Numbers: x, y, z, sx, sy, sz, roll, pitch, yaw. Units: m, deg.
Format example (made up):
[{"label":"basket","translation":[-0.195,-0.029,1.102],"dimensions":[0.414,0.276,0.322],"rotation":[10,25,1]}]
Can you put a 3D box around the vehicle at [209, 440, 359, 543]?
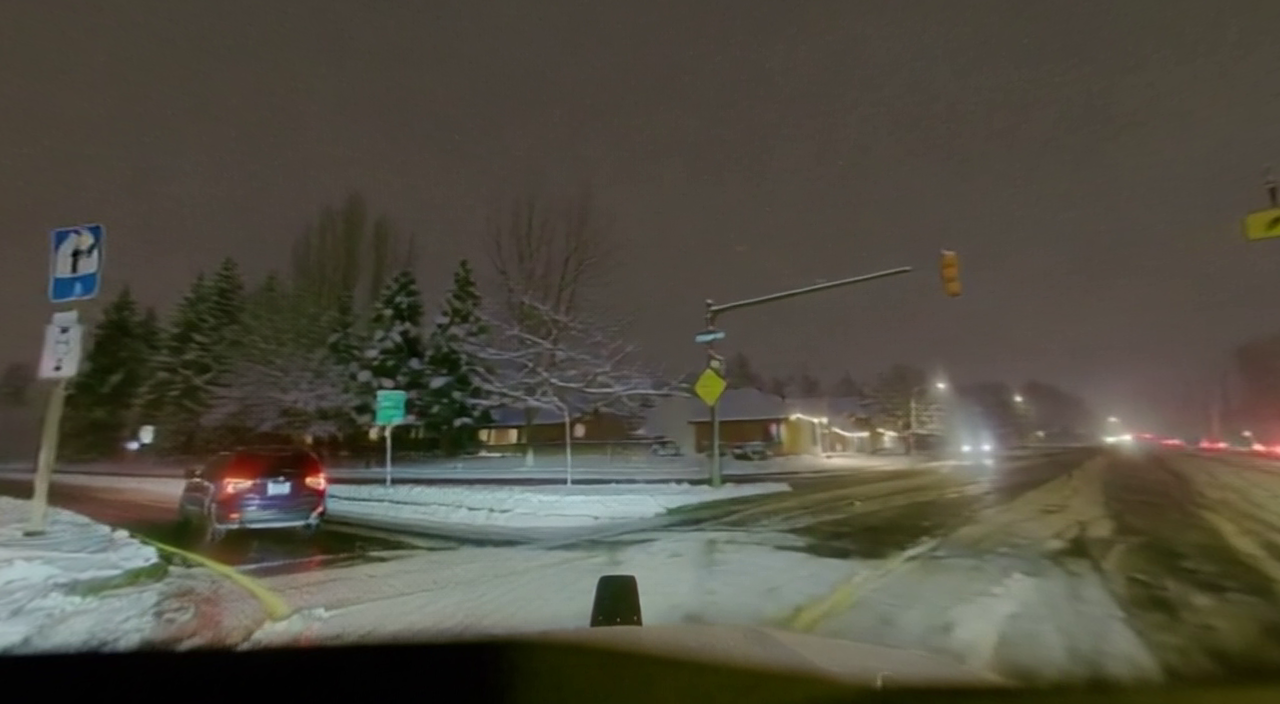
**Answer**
[{"label":"vehicle","translation":[-6.668,2.443,11.634],"dimensions":[2.014,1.525,3.670],"rotation":[5,-10,-33]}]
